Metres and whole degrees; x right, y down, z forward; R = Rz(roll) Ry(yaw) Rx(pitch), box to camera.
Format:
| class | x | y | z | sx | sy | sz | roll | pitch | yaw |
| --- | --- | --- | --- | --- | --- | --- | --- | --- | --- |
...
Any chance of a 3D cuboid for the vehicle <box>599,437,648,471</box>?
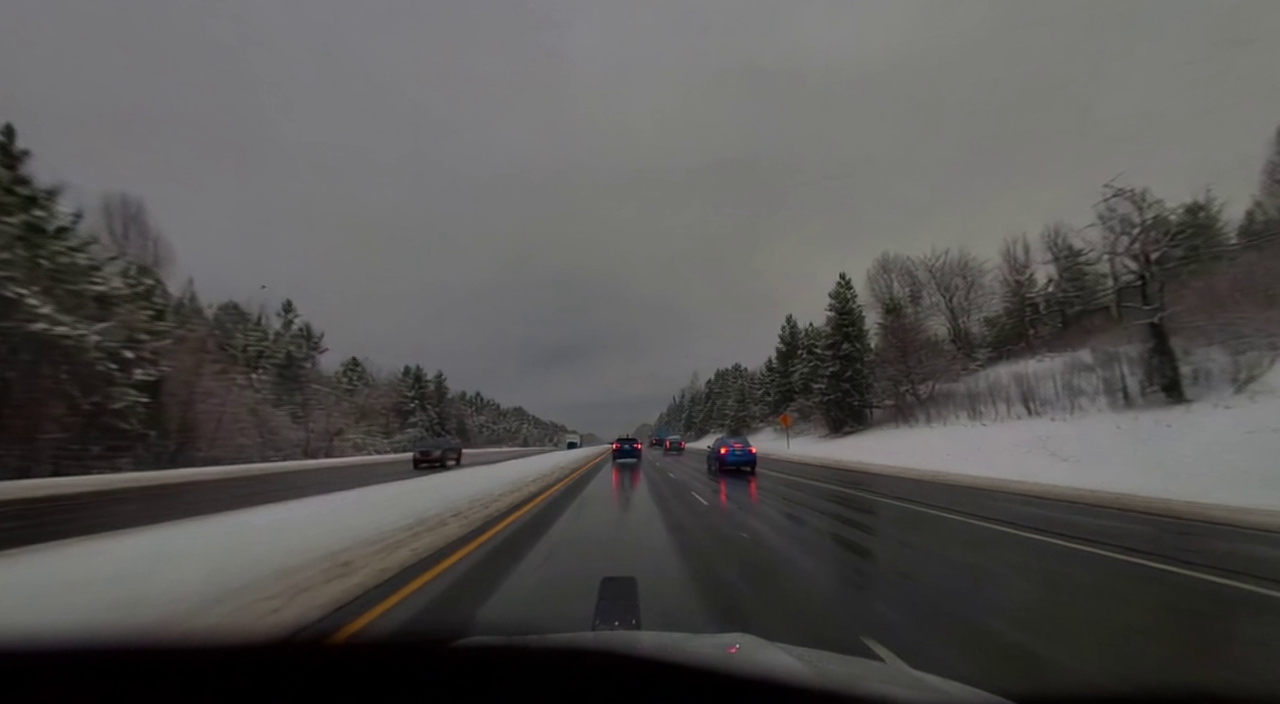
| class | x | y | z | sx | sy | sz | roll | pitch | yaw |
| --- | --- | --- | --- | --- | --- | --- | --- | --- | --- |
| vehicle | -0.766 | 4.732 | 29.604 | 2.143 | 1.466 | 3.693 | 0 | -7 | -1 |

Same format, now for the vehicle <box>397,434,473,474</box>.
| class | x | y | z | sx | sy | sz | roll | pitch | yaw |
| --- | --- | --- | --- | --- | --- | --- | --- | --- | --- |
| vehicle | -9.882 | 4.923 | 30.810 | 2.178 | 1.789 | 4.689 | 0 | -8 | -1 |

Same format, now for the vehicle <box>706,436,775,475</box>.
| class | x | y | z | sx | sy | sz | roll | pitch | yaw |
| --- | --- | --- | --- | --- | --- | --- | --- | --- | --- |
| vehicle | 4.163 | 4.330 | 26.830 | 2.066 | 1.526 | 4.216 | 0 | -8 | -3 |
